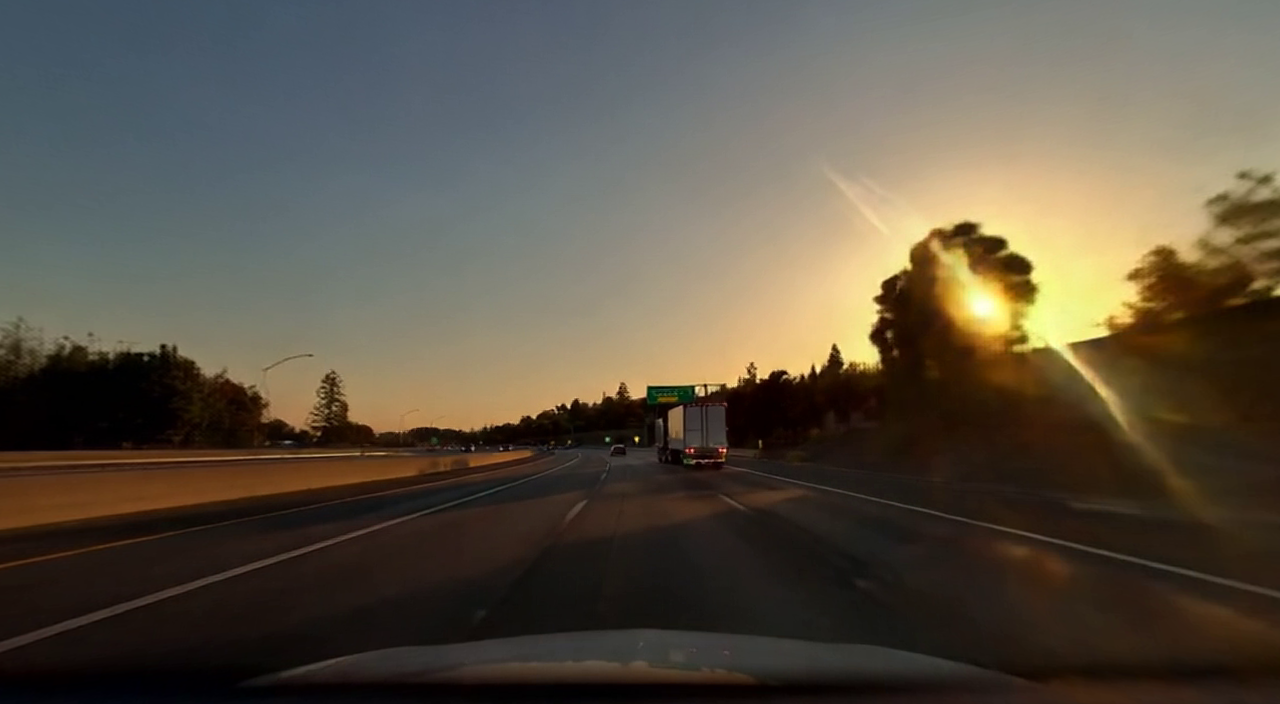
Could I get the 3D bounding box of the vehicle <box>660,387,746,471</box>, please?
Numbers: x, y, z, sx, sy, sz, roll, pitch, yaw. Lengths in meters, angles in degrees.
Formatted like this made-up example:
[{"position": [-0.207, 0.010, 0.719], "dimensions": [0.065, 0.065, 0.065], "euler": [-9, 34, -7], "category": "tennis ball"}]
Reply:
[{"position": [3.437, 5.160, 40.701], "dimensions": [2.932, 4.205, 18.253], "euler": [0, -8, -2], "category": "vehicle"}]
